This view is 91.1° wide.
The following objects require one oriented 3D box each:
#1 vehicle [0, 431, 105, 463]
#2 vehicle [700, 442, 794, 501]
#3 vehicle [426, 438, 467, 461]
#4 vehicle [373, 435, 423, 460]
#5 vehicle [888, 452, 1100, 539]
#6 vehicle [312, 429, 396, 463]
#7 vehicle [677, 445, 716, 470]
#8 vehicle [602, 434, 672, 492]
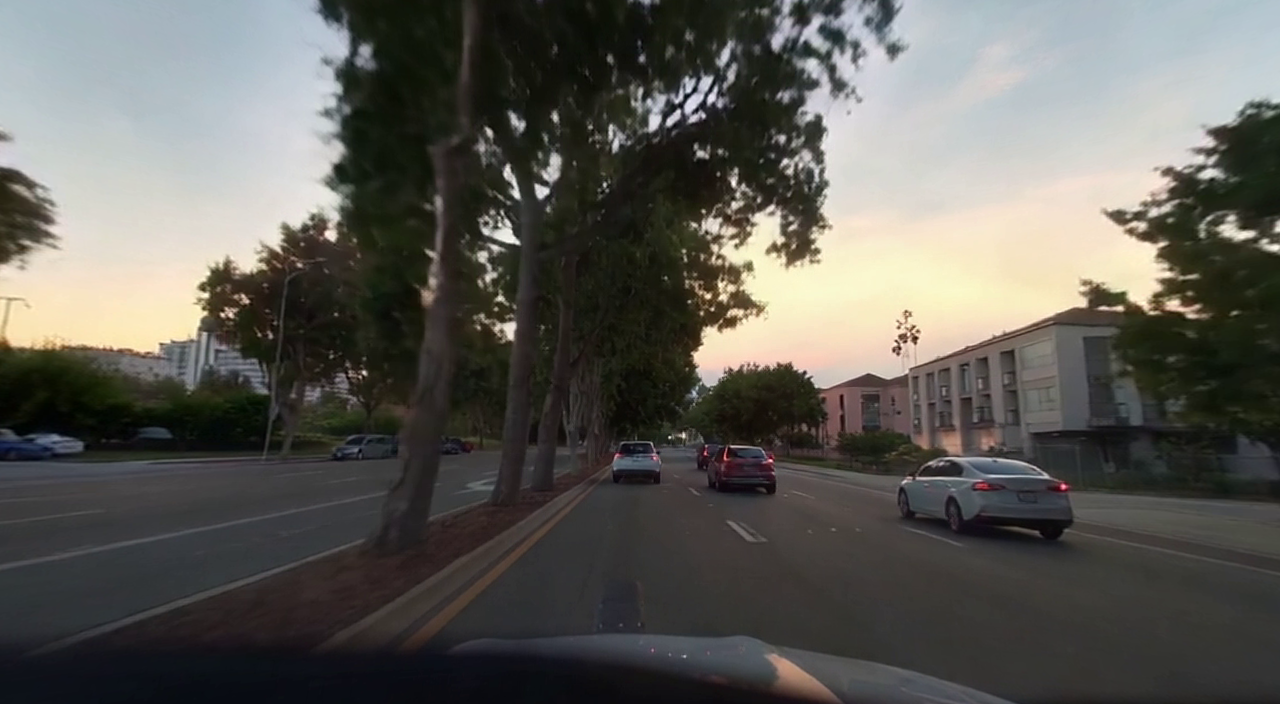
[{"bbox_3d":[-28.700,4.566,30.285,1.867,1.420,4.409,0,-8,-1],"label":"vehicle"},{"bbox_3d":[2.960,3.391,18.333,1.932,1.510,4.168,0,-8,-1],"label":"vehicle"},{"bbox_3d":[-15.002,7.519,48.491,2.161,1.642,4.587,4,-9,-26],"label":"vehicle"},{"bbox_3d":[-18.505,7.320,48.206,1.915,1.824,4.760,0,-8,1],"label":"vehicle"},{"bbox_3d":[7.096,2.872,13.237,1.944,1.458,4.268,0,-8,-1],"label":"vehicle"},{"bbox_3d":[-18.675,6.219,41.498,2.226,2.019,6.809,0,-8,1],"label":"vehicle"},{"bbox_3d":[3.566,6.705,40.126,2.012,1.462,4.163,0,-8,-1],"label":"vehicle"},{"bbox_3d":[-0.080,3.535,20.382,2.008,1.674,4.239,0,-8,0],"label":"vehicle"}]
